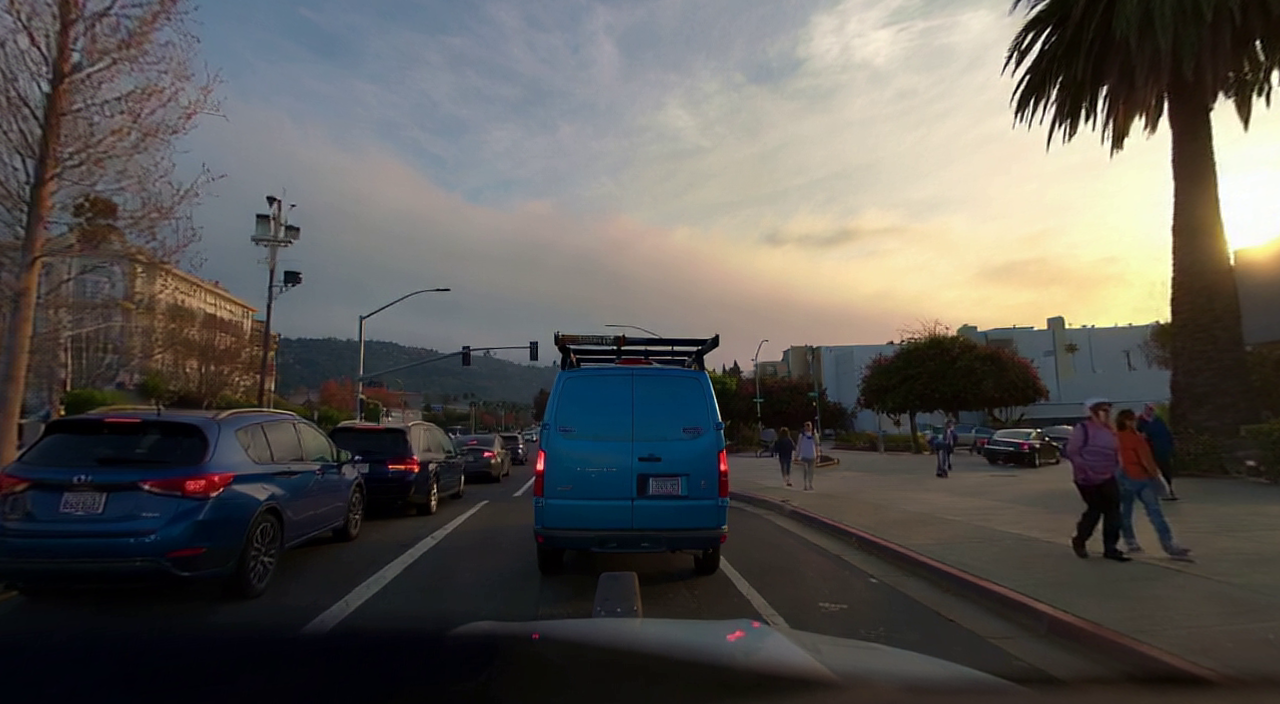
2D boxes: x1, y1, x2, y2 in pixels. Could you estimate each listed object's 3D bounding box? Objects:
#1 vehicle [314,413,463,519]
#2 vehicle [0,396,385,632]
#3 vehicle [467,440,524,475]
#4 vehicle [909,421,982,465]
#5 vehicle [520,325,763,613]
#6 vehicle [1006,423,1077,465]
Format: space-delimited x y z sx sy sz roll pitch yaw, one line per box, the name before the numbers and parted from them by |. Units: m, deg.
vehicle | -5.202 2.413 13.882 2.089 1.854 5.022 2 -9 -11
vehicle | -4.399 1.464 6.670 1.986 1.643 4.315 1 -9 -6
vehicle | -6.835 4.896 29.574 1.818 1.479 4.428 4 -9 -22
vehicle | 12.649 3.766 26.037 2.046 1.675 3.924 -6 -10 33
vehicle | -0.192 1.222 7.179 1.902 2.238 4.263 1 -9 -6
vehicle | 15.775 3.620 24.730 2.048 1.475 3.972 -6 -10 34
